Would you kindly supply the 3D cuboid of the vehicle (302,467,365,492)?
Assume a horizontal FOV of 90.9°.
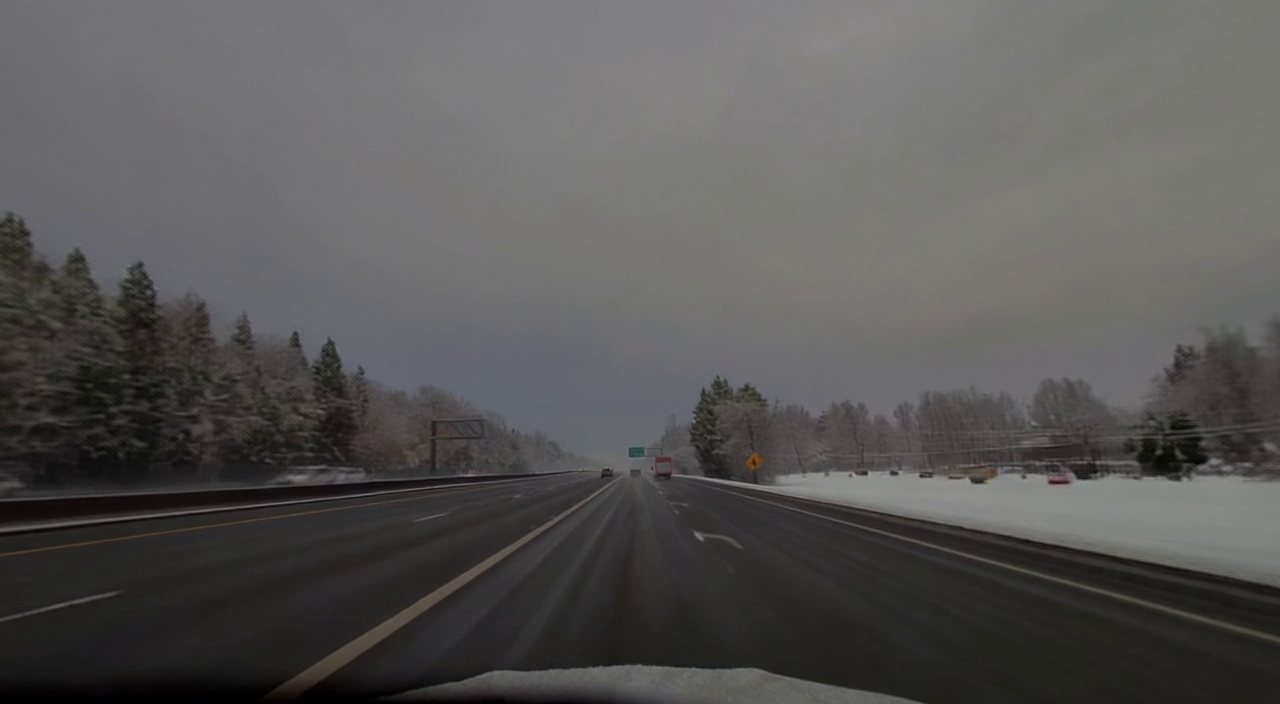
[{"bbox_3d":[-19.539,8.132,40.394,1.850,1.447,4.317,1,-10,0],"label":"vehicle"}]
